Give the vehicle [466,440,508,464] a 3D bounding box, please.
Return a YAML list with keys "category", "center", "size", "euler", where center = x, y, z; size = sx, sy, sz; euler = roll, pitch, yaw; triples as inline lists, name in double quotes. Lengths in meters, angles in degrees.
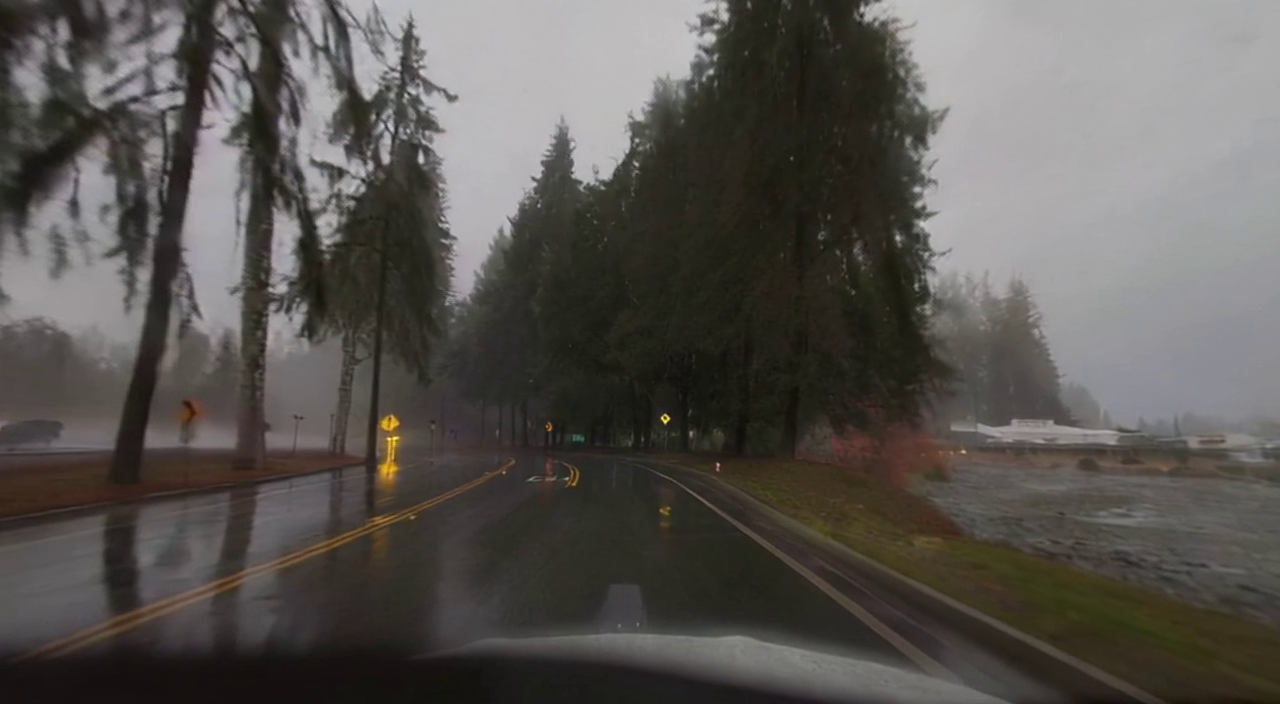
- category: "vehicle"
  center: [-10.726, 7.028, 44.390]
  size: [2.129, 1.590, 4.616]
  euler: [0, -8, -4]
